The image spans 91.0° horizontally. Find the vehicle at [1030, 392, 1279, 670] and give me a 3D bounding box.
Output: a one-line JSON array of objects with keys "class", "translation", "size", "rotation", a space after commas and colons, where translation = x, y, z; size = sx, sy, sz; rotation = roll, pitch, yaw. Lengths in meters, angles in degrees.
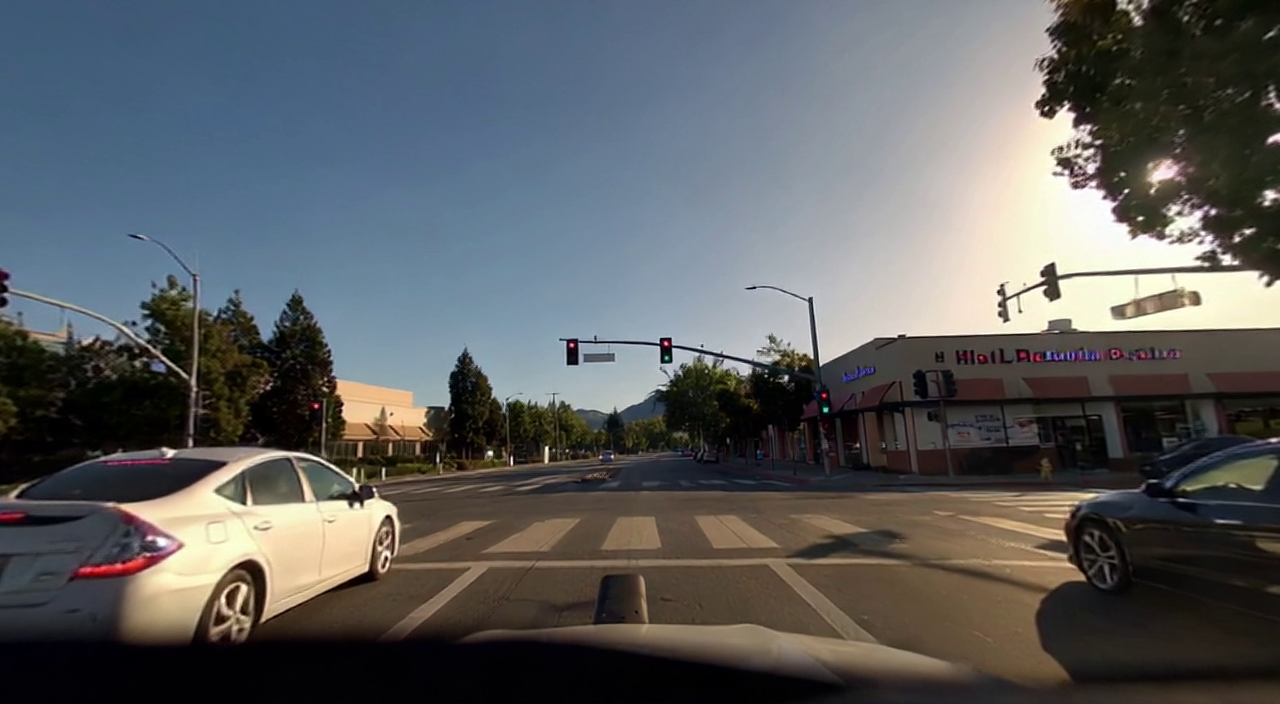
[{"class": "vehicle", "translation": [4.873, 1.095, 3.897], "size": [2.039, 1.655, 4.495], "rotation": [0, -9, 1]}]

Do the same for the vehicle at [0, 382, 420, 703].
[{"class": "vehicle", "translation": [-3.475, 1.259, 4.842], "size": [1.947, 1.627, 4.248], "rotation": [0, -9, 1]}]
